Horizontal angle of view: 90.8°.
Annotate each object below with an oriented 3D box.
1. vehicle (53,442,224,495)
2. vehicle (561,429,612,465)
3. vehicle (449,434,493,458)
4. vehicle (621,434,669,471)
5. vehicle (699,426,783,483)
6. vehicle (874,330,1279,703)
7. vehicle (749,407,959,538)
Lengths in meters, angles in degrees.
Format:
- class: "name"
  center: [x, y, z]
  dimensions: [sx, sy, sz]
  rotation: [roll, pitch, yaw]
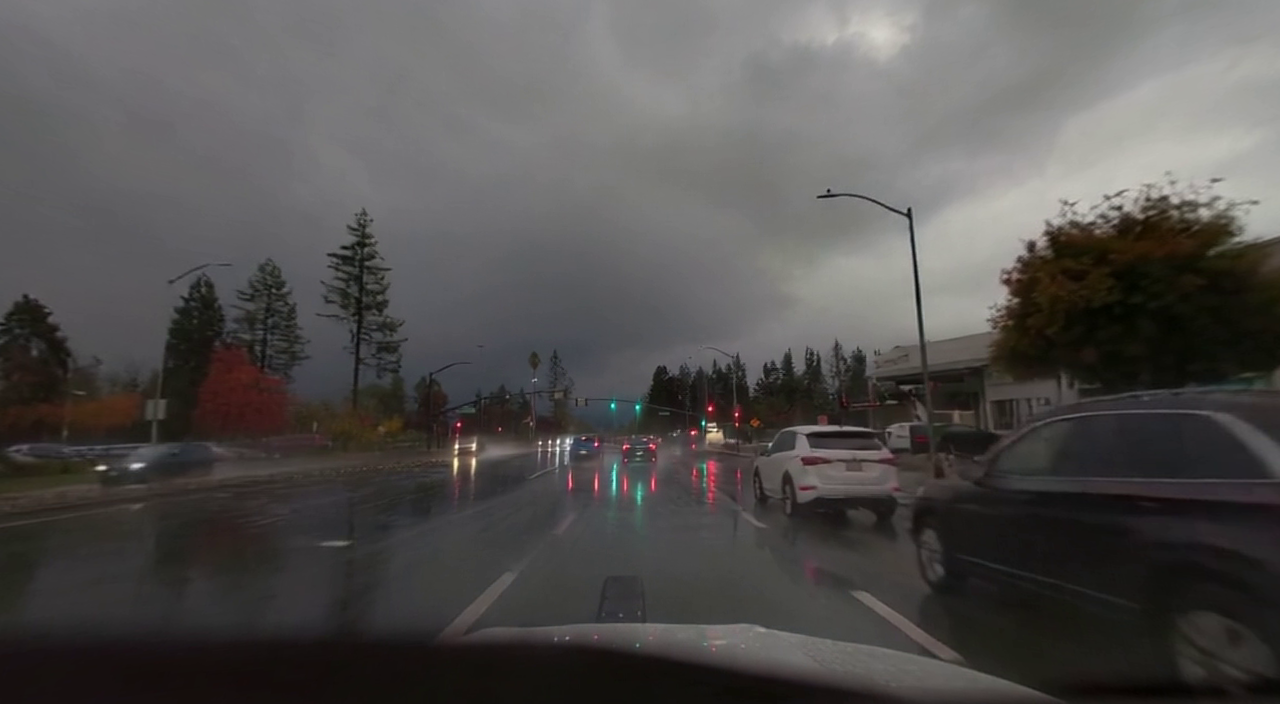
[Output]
- class: "vehicle"
  center: [-15.378, 3.556, 19.734]
  dimensions: [1.846, 1.433, 4.274]
  rotation: [0, -8, 0]
- class: "vehicle"
  center: [-2.853, 5.222, 34.729]
  dimensions: [2.280, 1.810, 4.903]
  rotation: [0, -8, 1]
- class: "vehicle"
  center: [-13.032, 7.287, 49.034]
  dimensions: [2.162, 1.777, 4.587]
  rotation: [0, -8, 0]
- class: "vehicle"
  center: [0.168, 4.584, 28.998]
  dimensions: [2.023, 1.532, 3.891]
  rotation: [0, -8, -1]
- class: "vehicle"
  center: [3.323, 3.474, 21.699]
  dimensions: [2.082, 1.727, 4.338]
  rotation: [0, -8, -1]
- class: "vehicle"
  center: [3.269, 1.019, 3.826]
  dimensions: [2.037, 1.673, 4.844]
  rotation: [-1, -8, 3]
- class: "vehicle"
  center: [3.245, 1.933, 10.704]
  dimensions: [1.963, 1.736, 4.374]
  rotation: [0, -8, -1]
